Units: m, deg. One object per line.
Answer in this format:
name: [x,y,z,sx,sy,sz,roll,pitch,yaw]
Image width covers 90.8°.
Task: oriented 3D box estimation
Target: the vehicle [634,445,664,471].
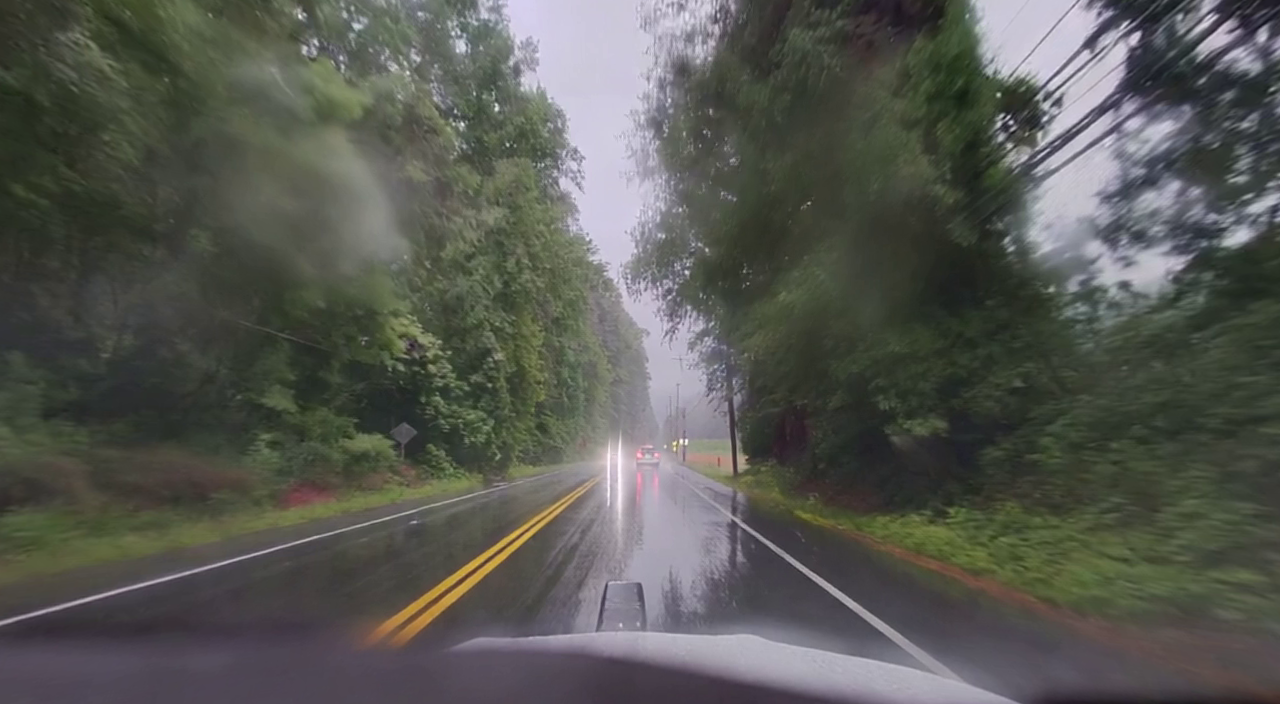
vehicle: [0.634,7.666,45.975,2.083,1.767,4.448,0,-9,0]
